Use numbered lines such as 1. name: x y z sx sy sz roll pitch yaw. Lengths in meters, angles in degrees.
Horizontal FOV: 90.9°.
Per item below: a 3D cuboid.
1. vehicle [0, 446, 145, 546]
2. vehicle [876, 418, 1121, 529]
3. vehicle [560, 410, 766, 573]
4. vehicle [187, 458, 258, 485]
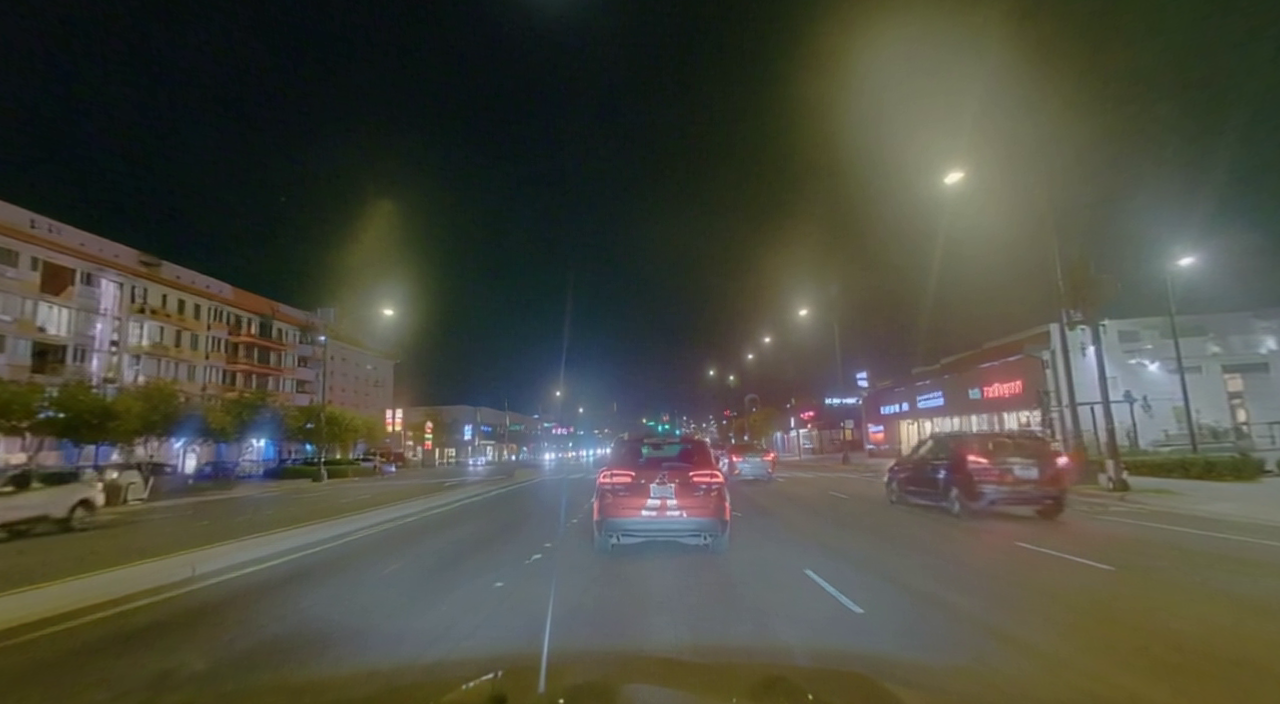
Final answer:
1. vehicle: -12.055 2.653 11.942 1.965 1.695 4.284 0 -8 -3
2. vehicle: 6.125 2.118 11.547 2.086 1.627 4.294 -1 -8 3
3. vehicle: 0.224 1.727 8.537 2.125 1.669 3.880 0 -8 0
4. vehicle: -27.872 7.937 42.207 1.861 1.578 4.152 0 -8 1
